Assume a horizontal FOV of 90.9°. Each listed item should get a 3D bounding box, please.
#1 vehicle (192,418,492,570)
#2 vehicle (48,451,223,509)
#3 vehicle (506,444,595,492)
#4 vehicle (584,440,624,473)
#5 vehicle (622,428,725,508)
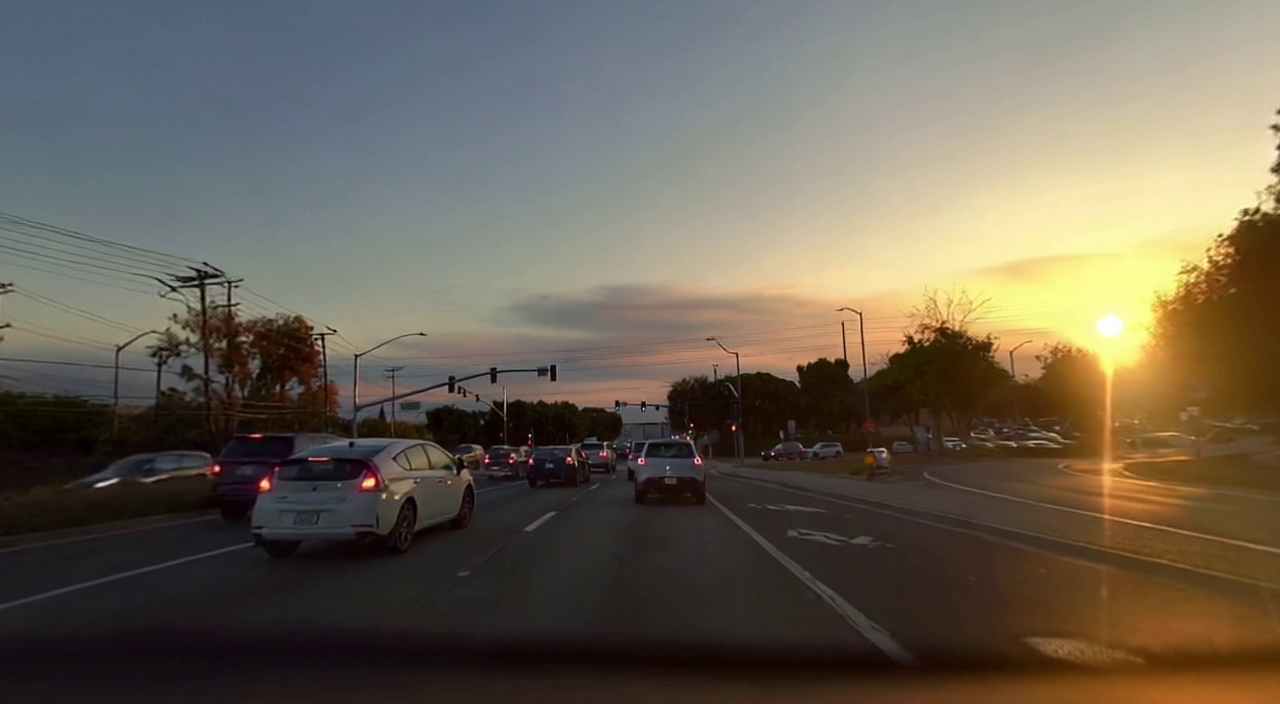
[{"bbox_3d":[-3.760,1.871,9.093,2.018,1.621,4.441,0,-9,2],"label":"vehicle"},{"bbox_3d":[-16.491,4.158,20.973,1.842,1.655,4.501,-1,-9,5],"label":"vehicle"},{"bbox_3d":[-2.888,3.843,21.297,2.105,1.436,4.311,-1,-9,4],"label":"vehicle"},{"bbox_3d":[-2.044,6.032,36.624,1.788,1.773,3.731,-1,-9,5],"label":"vehicle"},{"bbox_3d":[0.791,2.801,15.581,2.205,1.691,3.937,-1,-9,2],"label":"vehicle"}]
